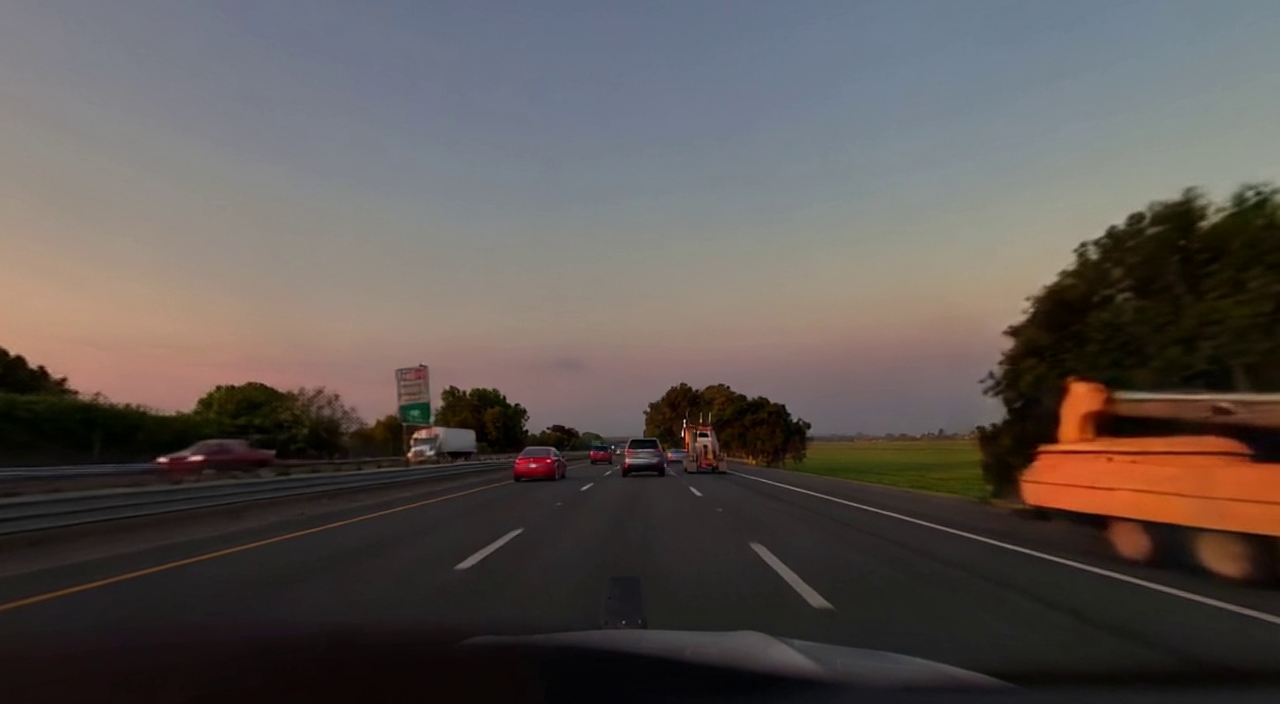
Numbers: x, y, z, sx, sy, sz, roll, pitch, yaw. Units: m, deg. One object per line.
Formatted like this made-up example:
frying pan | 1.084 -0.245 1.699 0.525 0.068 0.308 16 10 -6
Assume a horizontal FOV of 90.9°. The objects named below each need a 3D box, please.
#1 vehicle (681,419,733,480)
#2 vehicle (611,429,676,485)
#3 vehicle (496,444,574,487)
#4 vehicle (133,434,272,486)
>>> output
vehicle | 4.533 6.869 44.751 2.793 3.828 9.580 0 -9 1
vehicle | 0.133 4.089 24.868 2.308 1.993 4.631 0 -8 1
vehicle | -3.872 4.247 23.980 2.096 1.469 4.319 0 -8 2
vehicle | -17.616 4.351 25.787 1.992 1.886 5.013 0 -8 1
